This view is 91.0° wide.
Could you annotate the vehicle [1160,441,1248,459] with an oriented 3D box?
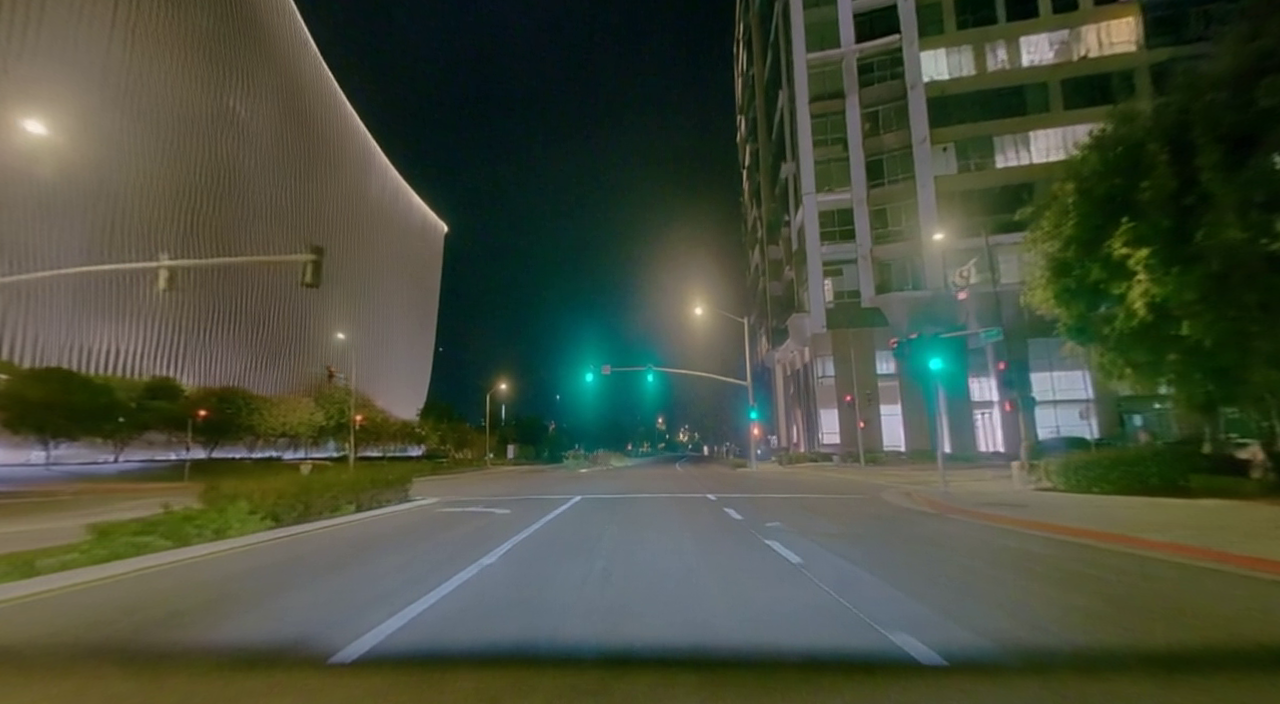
[{"bbox_3d":[41.282,7.199,46.157,4.337,1.300,1.868,-2,-9,10],"label":"vehicle"}]
